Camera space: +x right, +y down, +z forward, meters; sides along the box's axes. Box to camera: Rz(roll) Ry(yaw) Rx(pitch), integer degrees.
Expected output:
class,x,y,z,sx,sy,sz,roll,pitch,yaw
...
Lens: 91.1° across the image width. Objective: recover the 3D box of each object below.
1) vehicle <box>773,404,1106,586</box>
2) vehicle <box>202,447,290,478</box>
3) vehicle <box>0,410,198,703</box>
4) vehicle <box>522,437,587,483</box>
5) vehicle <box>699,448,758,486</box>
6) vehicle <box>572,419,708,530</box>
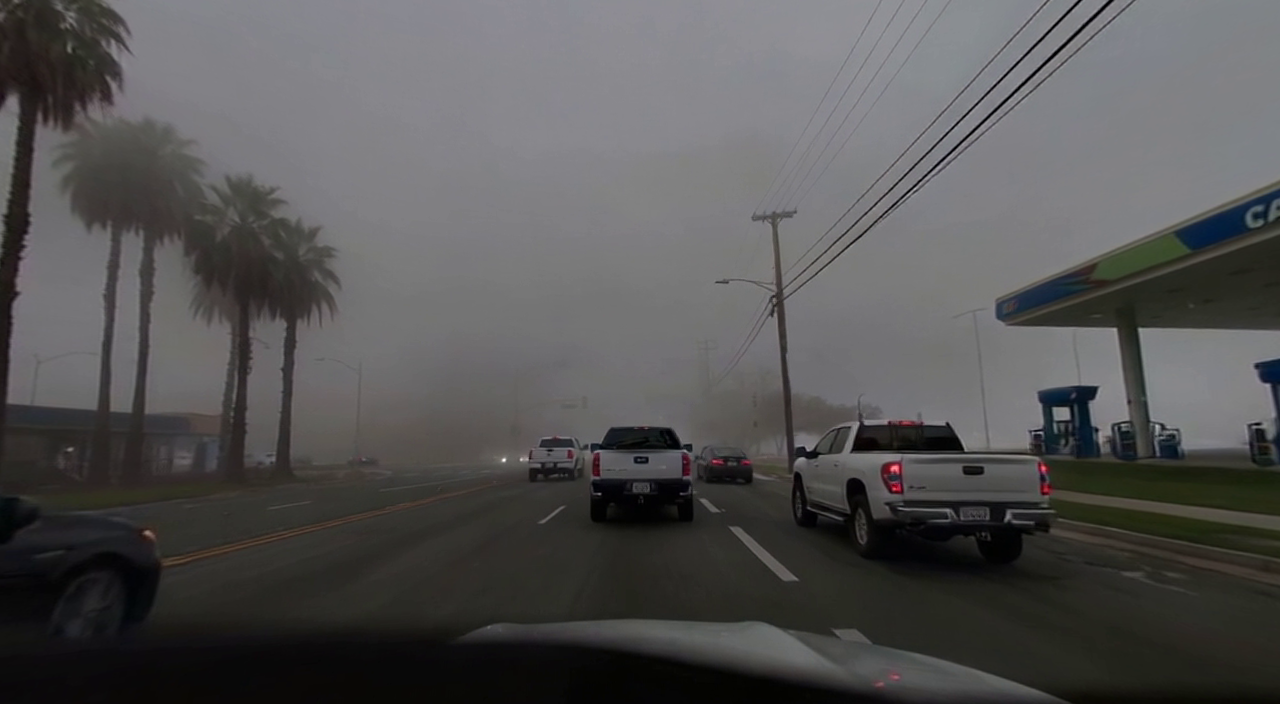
class,x,y,z,sx,sy,sz,roll,pitch,yaw
vehicle,3.612,1.855,9.165,2.120,1.828,5.531,0,-9,0
vehicle,-29.104,8.147,46.722,2.543,2.092,6.613,0,-9,-3
vehicle,-4.073,0.877,1.927,1.983,1.502,4.720,0,-9,0
vehicle,-3.606,4.652,27.445,2.071,1.811,4.605,0,-9,2
vehicle,3.539,4.672,25.816,1.901,1.401,3.965,0,-9,1
vehicle,0.060,2.475,13.374,2.295,1.835,5.471,0,-9,1
